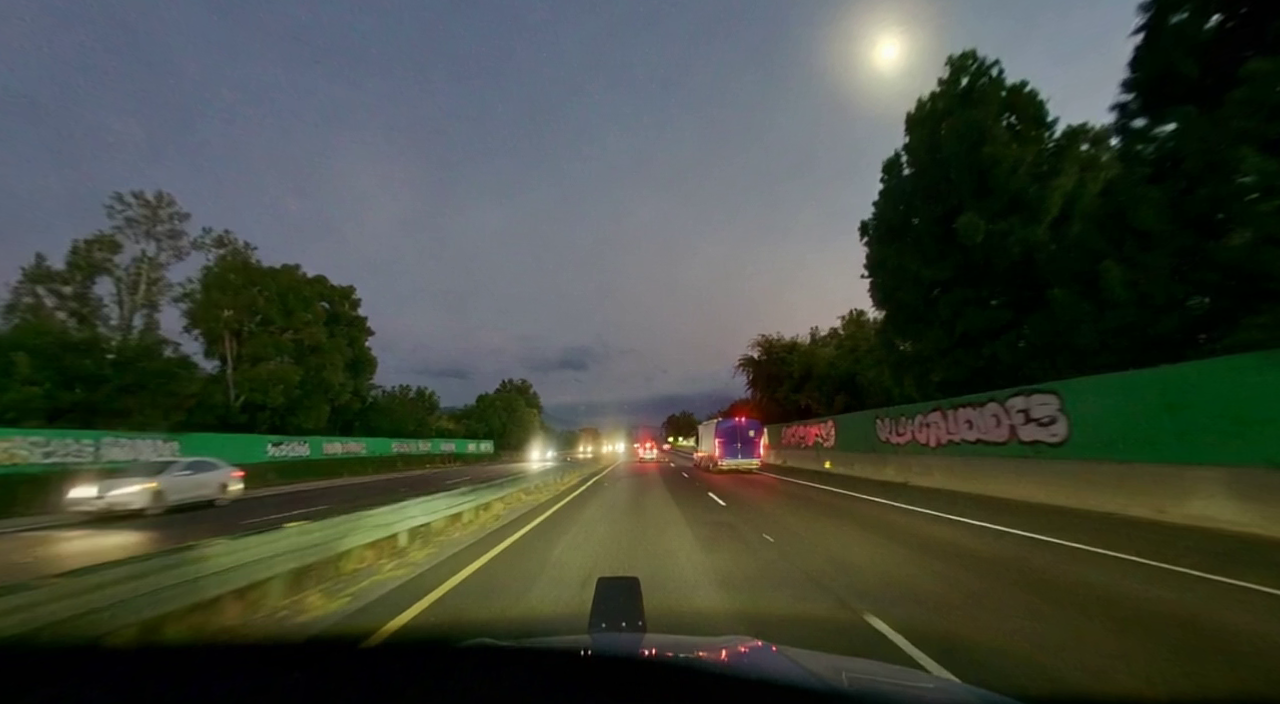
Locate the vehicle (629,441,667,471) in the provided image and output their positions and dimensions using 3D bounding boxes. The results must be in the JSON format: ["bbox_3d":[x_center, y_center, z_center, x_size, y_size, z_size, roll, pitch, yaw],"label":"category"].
[{"bbox_3d":[0.458,5.916,35.934,2.030,1.572,4.067,0,-8,0],"label":"vehicle"}]

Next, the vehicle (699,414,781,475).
[{"bbox_3d":[4.727,4.571,31.124,2.712,2.659,6.992,0,-8,-2],"label":"vehicle"}]

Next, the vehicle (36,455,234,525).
[{"bbox_3d":[-13.382,3.623,17.086,1.888,1.558,4.129,0,-8,1],"label":"vehicle"}]
